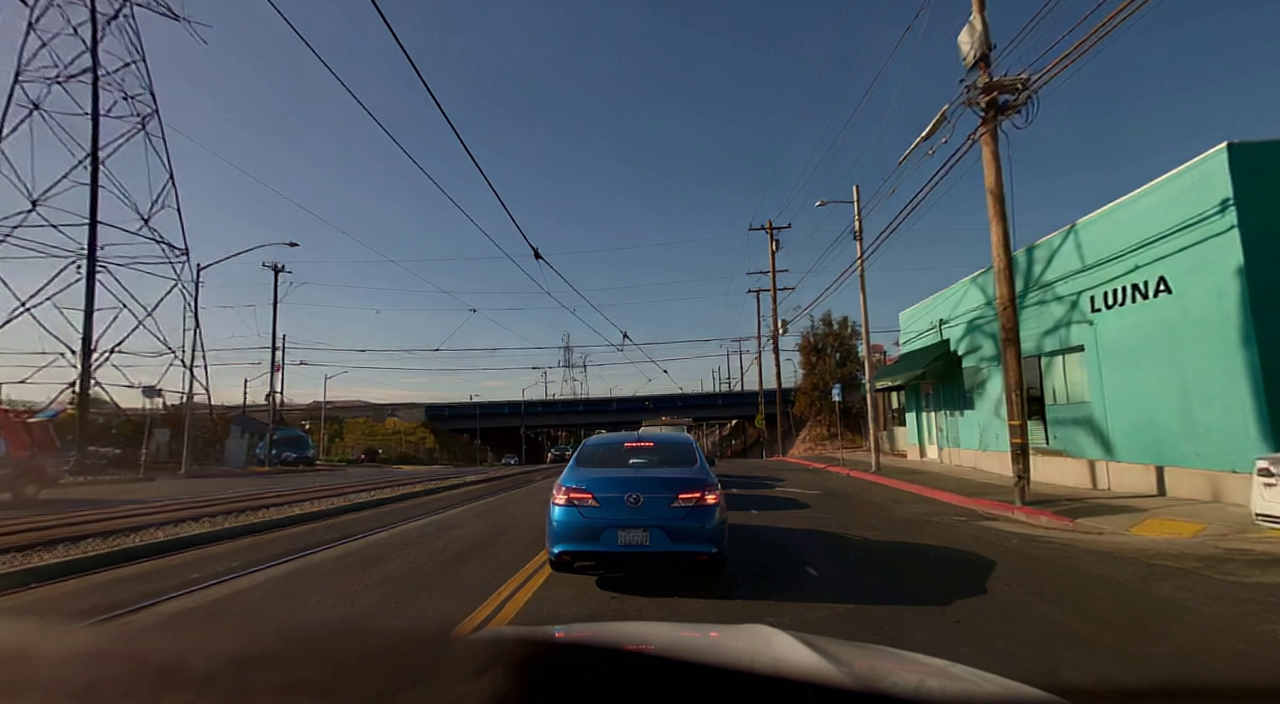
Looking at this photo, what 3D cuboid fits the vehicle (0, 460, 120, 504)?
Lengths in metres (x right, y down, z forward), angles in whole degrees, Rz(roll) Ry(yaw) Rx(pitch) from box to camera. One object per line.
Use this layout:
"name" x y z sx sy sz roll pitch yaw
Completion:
"vehicle" -21.913 4.683 22.846 4.566 1.453 1.935 -1 -9 5

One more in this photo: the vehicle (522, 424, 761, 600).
"vehicle" 0.102 1.711 7.617 2.090 1.518 4.033 -1 -9 3
